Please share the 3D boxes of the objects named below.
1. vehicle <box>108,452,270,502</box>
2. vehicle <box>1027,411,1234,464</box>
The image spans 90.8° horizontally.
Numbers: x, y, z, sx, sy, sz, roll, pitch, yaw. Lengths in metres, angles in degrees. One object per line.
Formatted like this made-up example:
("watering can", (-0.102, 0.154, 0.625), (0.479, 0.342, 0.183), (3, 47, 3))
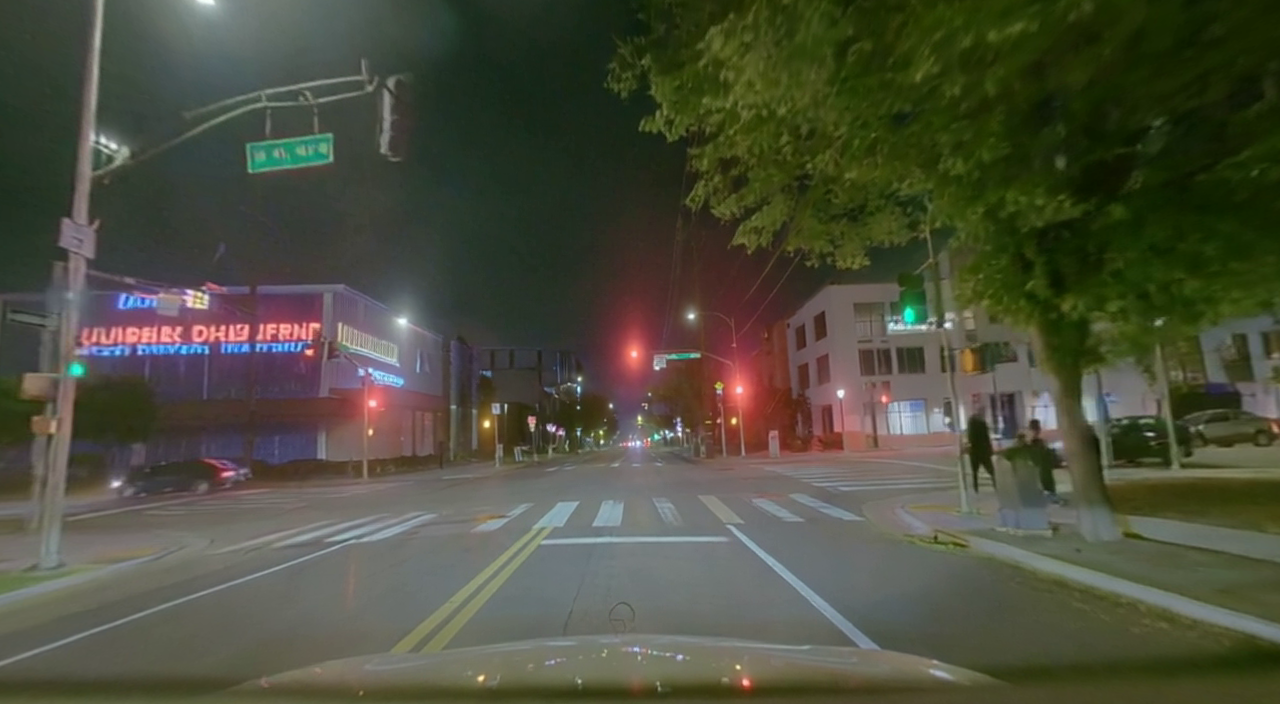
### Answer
("vehicle", (-15.849, 4.388, 22.302), (4.624, 1.478, 2.118), (-4, -7, 14))
("vehicle", (14.532, 2.581, 18.923), (4.632, 1.484, 1.907), (0, -9, -2))
